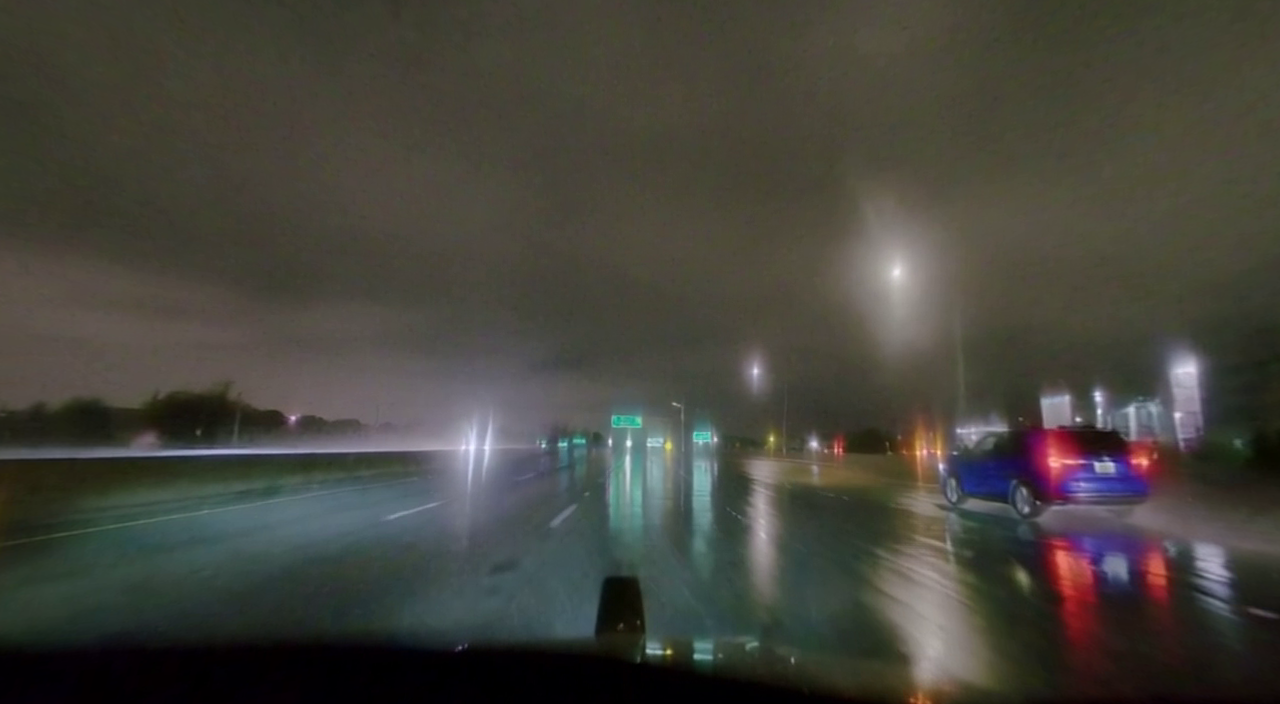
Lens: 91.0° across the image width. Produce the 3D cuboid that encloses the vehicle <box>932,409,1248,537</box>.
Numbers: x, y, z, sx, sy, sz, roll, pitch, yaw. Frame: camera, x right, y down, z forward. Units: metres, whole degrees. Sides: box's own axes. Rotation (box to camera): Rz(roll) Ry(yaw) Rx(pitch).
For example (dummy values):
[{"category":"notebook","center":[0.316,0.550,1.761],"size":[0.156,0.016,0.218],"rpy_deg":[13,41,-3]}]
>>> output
[{"category":"vehicle","center":[7.149,1.973,10.808],"size":[2.091,1.711,4.383],"rpy_deg":[0,-9,-1]}]
